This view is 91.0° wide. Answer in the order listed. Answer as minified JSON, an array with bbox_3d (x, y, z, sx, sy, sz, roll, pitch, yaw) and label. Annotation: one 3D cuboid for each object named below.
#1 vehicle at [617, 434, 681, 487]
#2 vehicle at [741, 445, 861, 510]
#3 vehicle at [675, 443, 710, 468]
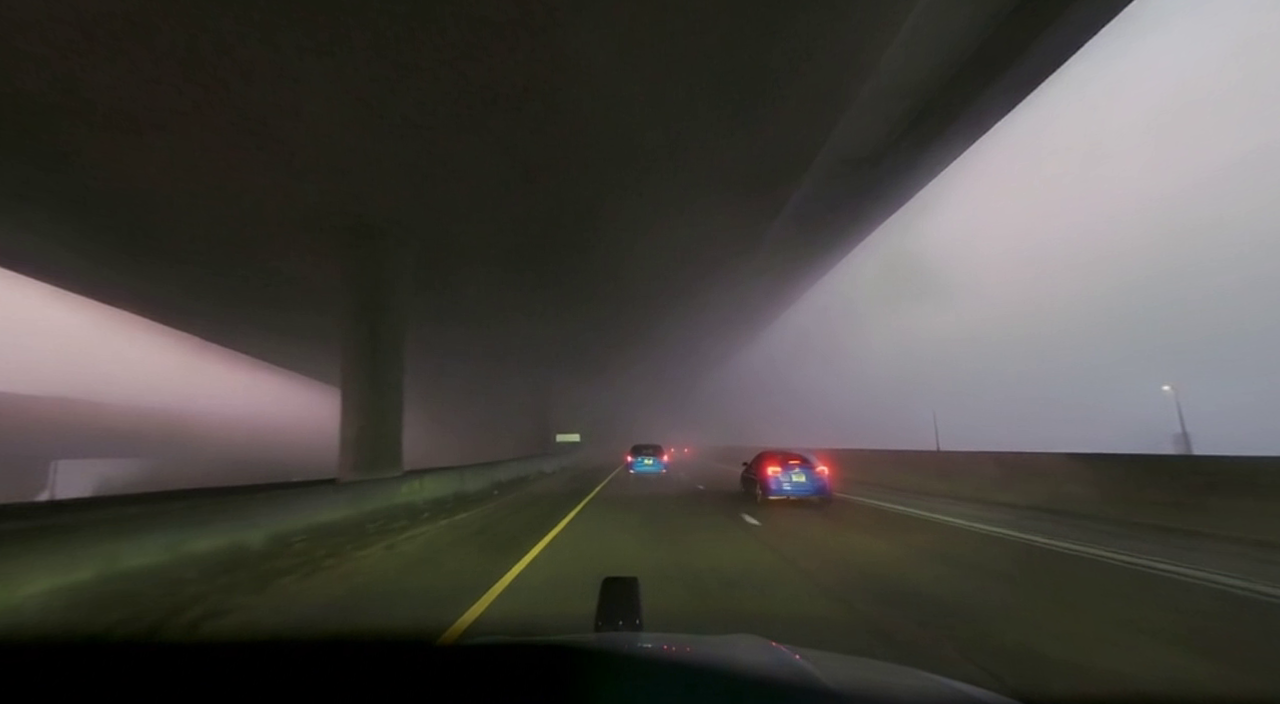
[{"bbox_3d":[0.308,4.190,24.635,2.264,1.841,4.583,0,-9,-1],"label":"vehicle"},{"bbox_3d":[4.103,3.244,16.827,2.047,1.500,4.017,1,-9,-2],"label":"vehicle"},{"bbox_3d":[3.661,7.309,44.633,2.047,1.700,4.069,0,-9,-1],"label":"vehicle"}]
